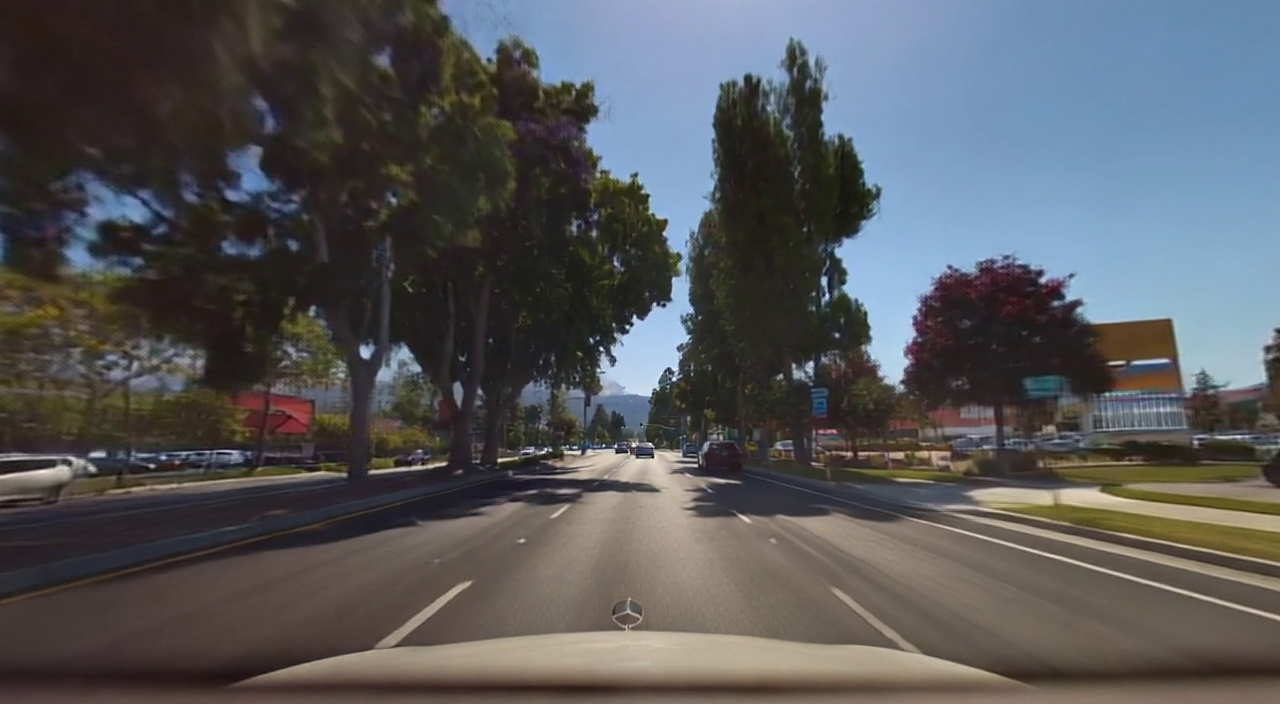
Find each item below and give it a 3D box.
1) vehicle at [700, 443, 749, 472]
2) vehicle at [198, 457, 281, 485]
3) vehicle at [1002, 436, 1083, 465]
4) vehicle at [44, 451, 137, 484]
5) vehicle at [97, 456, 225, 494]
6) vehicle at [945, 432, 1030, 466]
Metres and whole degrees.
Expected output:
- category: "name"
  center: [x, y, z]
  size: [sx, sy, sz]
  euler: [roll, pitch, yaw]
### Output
- category: "vehicle"
  center: [4.423, 5.574, 33.579]
  size: [1.916, 1.459, 4.335]
  euler: [0, -8, -1]
- category: "vehicle"
  center: [-22.432, 6.676, 35.548]
  size: [1.771, 1.373, 4.308]
  euler: [0, -8, 2]
- category: "vehicle"
  center: [24.683, 6.065, 38.902]
  size: [1.894, 1.656, 4.841]
  euler: [0, -8, 2]
- category: "vehicle"
  center: [-31.542, 6.600, 36.403]
  size: [2.026, 1.692, 4.523]
  euler: [2, -9, -13]
- category: "vehicle"
  center: [-22.485, 5.760, 29.912]
  size: [2.111, 1.500, 5.131]
  euler: [-1, -8, -1]
- category: "vehicle"
  center: [21.326, 5.987, 39.073]
  size: [2.124, 1.920, 5.946]
  euler: [0, -9, 3]
